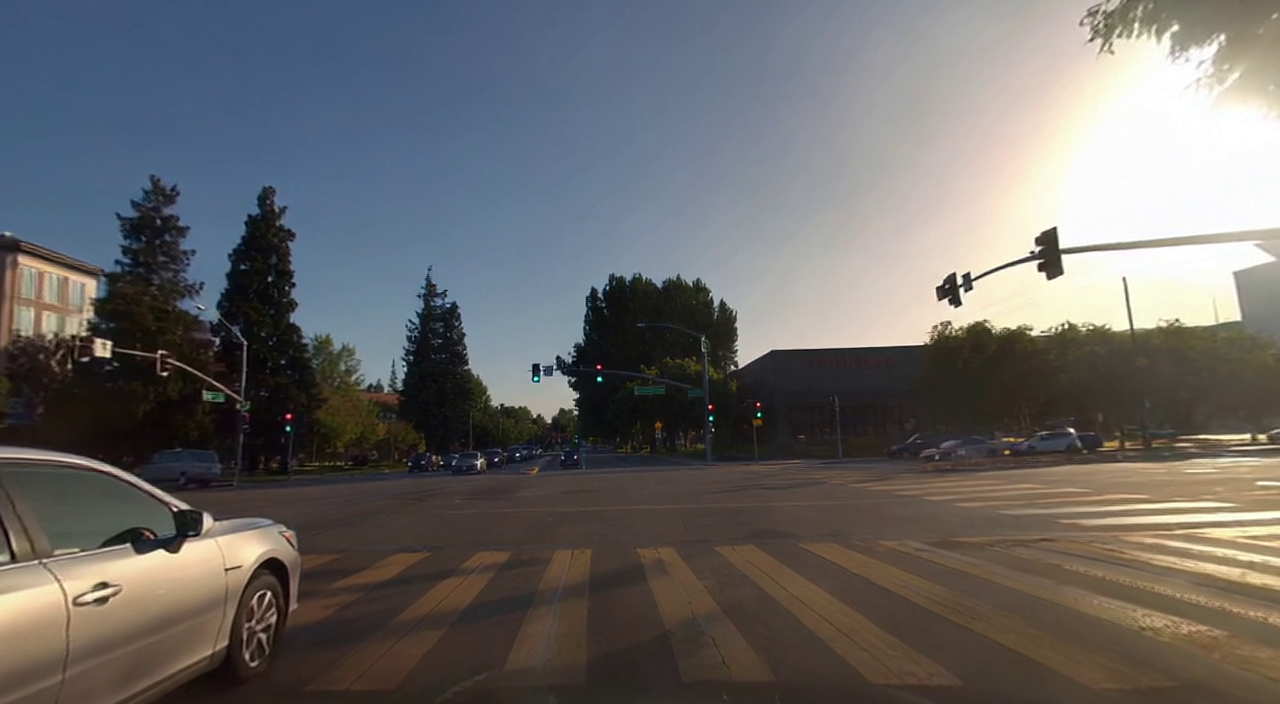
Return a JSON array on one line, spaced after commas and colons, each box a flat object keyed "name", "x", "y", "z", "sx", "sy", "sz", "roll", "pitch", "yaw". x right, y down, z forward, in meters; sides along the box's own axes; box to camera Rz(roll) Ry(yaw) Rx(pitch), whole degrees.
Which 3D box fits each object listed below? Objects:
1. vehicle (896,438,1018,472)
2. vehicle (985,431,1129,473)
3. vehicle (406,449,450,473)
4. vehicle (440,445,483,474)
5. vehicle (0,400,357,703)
[{"name": "vehicle", "x": 14.909, "y": 4.840, "z": 29.871, "sx": 4.660, "sy": 1.495, "sz": 2.007, "roll": 0, "pitch": -8, "yaw": -2}, {"name": "vehicle", "x": 15.703, "y": 3.784, "z": 23.944, "sx": 4.181, "sy": 1.483, "sz": 1.831, "roll": 0, "pitch": -8, "yaw": -3}, {"name": "vehicle", "x": -16.419, "y": 8.427, "z": 49.190, "sx": 2.100, "sy": 1.764, "sz": 4.151, "roll": 0, "pitch": -8, "yaw": -2}, {"name": "vehicle", "x": -12.883, "y": 7.724, "z": 45.823, "sx": 2.051, "sy": 1.715, "sz": 4.346, "roll": -2, "pitch": -6, "yaw": -2}, {"name": "vehicle", "x": -3.072, "y": 0.950, "z": 2.358, "sx": 1.919, "sy": 1.478, "sz": 4.720, "roll": 0, "pitch": -8, "yaw": -1}]
